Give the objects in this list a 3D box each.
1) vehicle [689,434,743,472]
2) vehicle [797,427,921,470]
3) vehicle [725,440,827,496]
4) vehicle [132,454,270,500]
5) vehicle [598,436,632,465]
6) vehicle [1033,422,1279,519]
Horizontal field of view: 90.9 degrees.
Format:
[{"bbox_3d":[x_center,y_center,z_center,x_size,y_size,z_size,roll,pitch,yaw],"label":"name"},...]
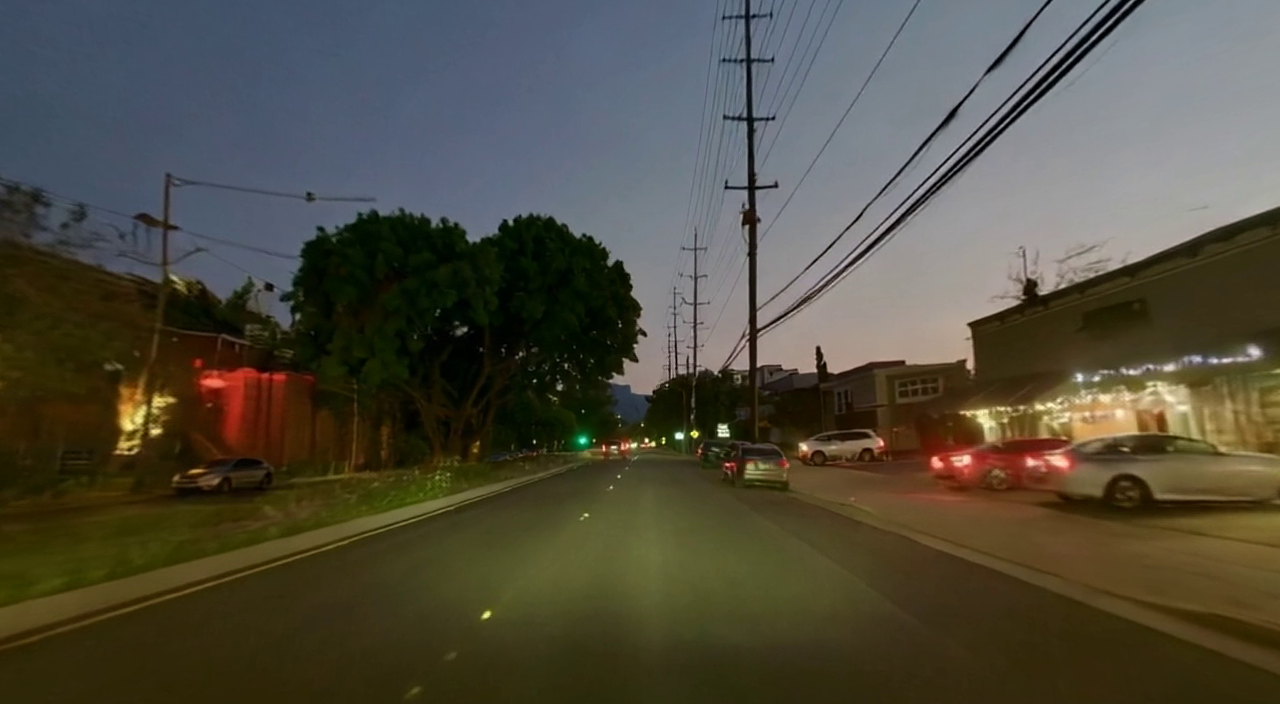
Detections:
[{"bbox_3d":[4.128,5.653,35.455,2.280,1.904,5.779,0,-9,-1],"label":"vehicle"},{"bbox_3d":[9.808,4.362,28.591,4.818,1.847,2.257,-1,-9,2],"label":"vehicle"},{"bbox_3d":[3.873,3.388,18.827,2.042,1.465,4.455,0,-9,0],"label":"vehicle"},{"bbox_3d":[-16.566,4.717,24.135,1.954,1.497,4.613,0,-9,0],"label":"vehicle"},{"bbox_3d":[-1.758,7.101,45.736,2.202,1.961,4.980,0,-9,1],"label":"vehicle"},{"bbox_3d":[9.620,1.983,10.834,4.430,1.480,1.923,0,-9,-2],"label":"vehicle"}]
